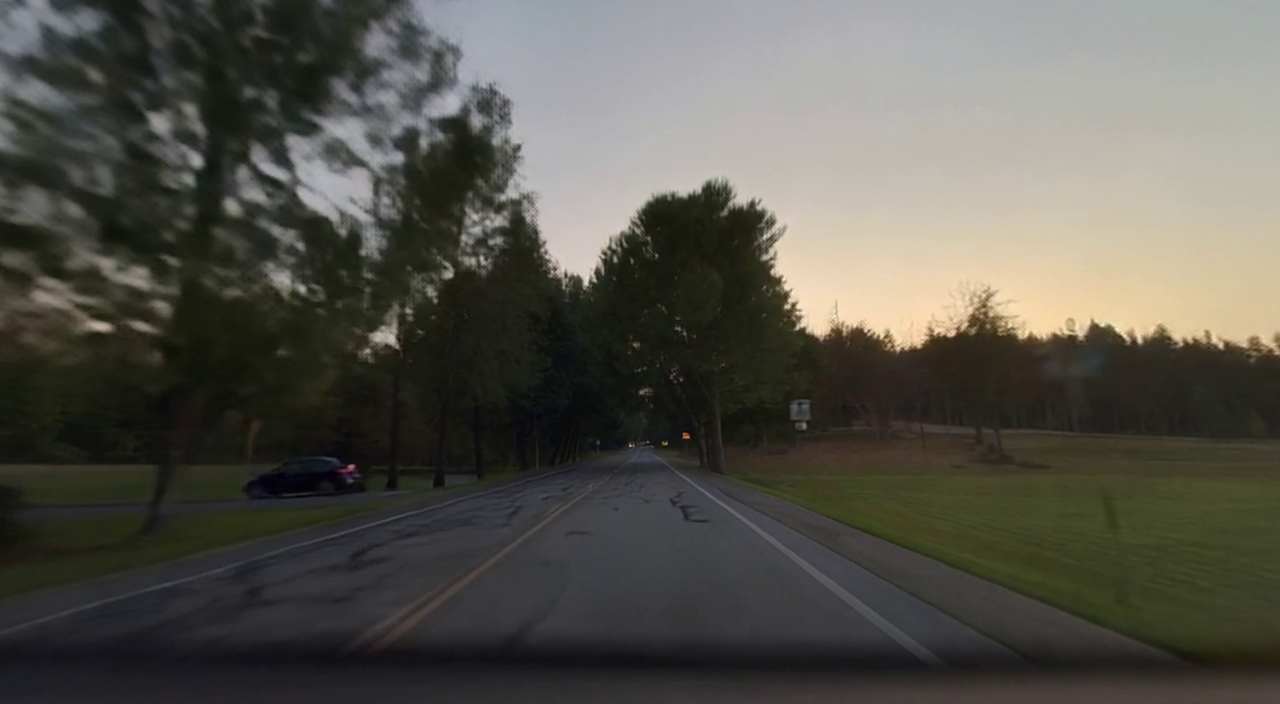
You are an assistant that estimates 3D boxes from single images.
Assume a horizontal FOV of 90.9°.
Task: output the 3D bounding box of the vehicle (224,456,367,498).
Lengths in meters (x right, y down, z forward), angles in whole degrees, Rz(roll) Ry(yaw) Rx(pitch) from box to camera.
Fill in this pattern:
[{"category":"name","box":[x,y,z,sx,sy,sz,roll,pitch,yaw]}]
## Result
[{"category":"vehicle","box":[-12.769,4.642,23.585,4.266,1.425,1.759,0,-9,-3]}]
